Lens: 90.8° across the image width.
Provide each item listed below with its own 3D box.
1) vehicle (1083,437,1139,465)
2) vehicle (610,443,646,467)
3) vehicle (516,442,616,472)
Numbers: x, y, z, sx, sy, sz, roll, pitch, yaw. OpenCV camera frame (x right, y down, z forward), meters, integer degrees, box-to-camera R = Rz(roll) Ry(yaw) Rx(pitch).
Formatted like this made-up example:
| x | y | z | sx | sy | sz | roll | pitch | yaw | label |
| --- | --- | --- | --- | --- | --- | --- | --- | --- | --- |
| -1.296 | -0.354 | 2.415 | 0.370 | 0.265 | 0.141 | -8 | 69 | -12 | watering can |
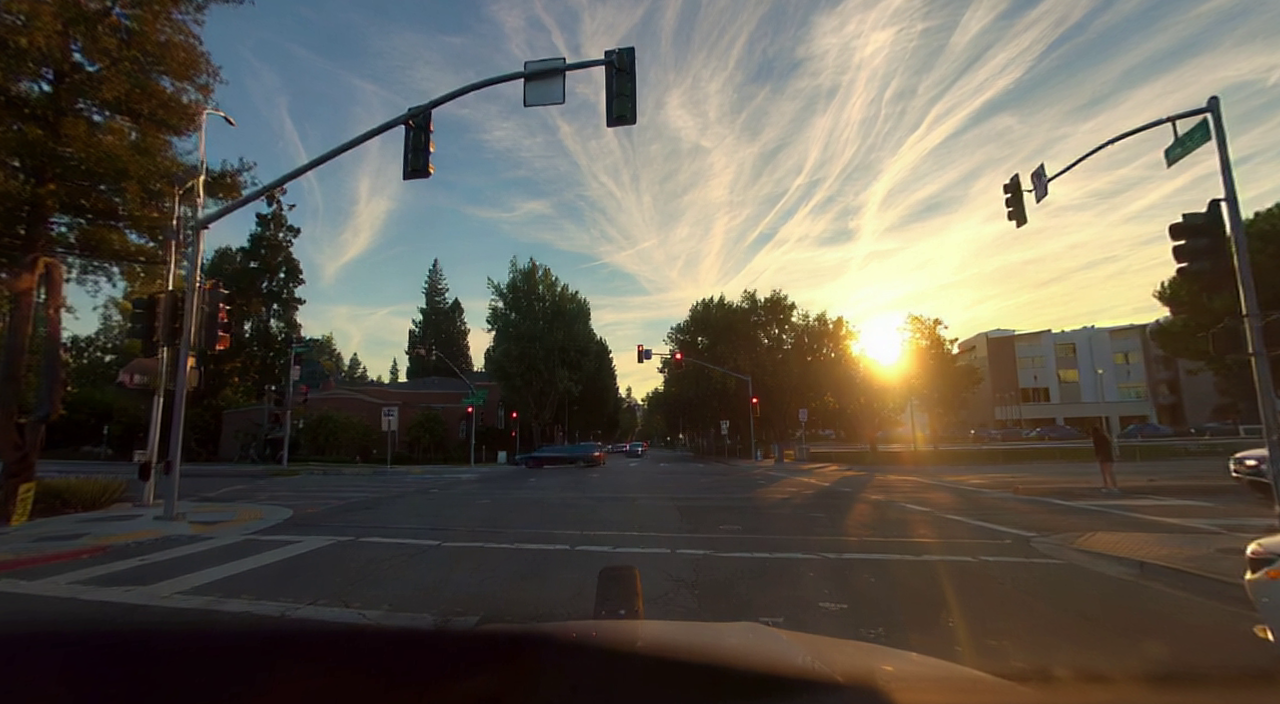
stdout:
| x | y | z | sx | sy | sz | roll | pitch | yaw | label |
| --- | --- | --- | --- | --- | --- | --- | --- | --- | --- |
| 26.979 | 5.658 | 36.137 | 2.092 | 1.474 | 4.046 | -8 | -11 | 40 | vehicle |
| -0.842 | 6.830 | 41.985 | 2.056 | 1.492 | 3.937 | 1 | -9 | -6 | vehicle |
| -3.733 | 5.319 | 32.089 | 4.628 | 1.414 | 1.897 | -3 | -9 | 16 | vehicle |
